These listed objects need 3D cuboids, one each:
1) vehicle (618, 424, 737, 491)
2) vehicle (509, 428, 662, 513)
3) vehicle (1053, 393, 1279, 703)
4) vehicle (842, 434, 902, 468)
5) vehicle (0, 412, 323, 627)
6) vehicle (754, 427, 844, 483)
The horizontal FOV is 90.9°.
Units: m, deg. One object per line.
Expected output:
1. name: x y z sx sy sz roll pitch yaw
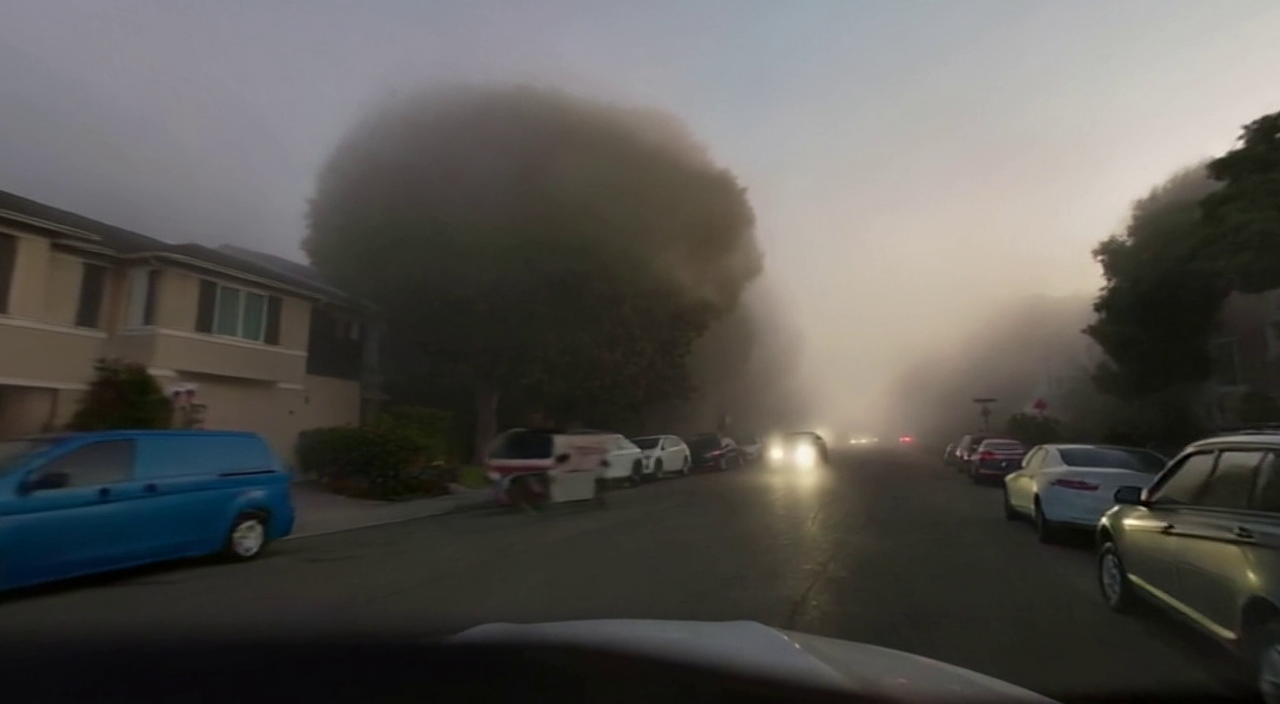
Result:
1. vehicle: 1.266 3.101 19.051 1.872 1.670 4.428 -8 -9 26
2. vehicle: -1.047 2.512 14.037 1.828 1.488 3.785 -4 -6 22
3. vehicle: 3.827 1.024 3.173 2.008 1.507 4.226 -3 -8 21
4. vehicle: 11.120 4.661 30.012 1.889 1.505 3.849 -5 -9 31
5. vehicle: -5.010 1.302 5.572 1.798 1.507 3.513 -2 -7 23
6. vehicle: 5.501 3.410 21.363 1.959 1.670 4.255 -4 -9 27
